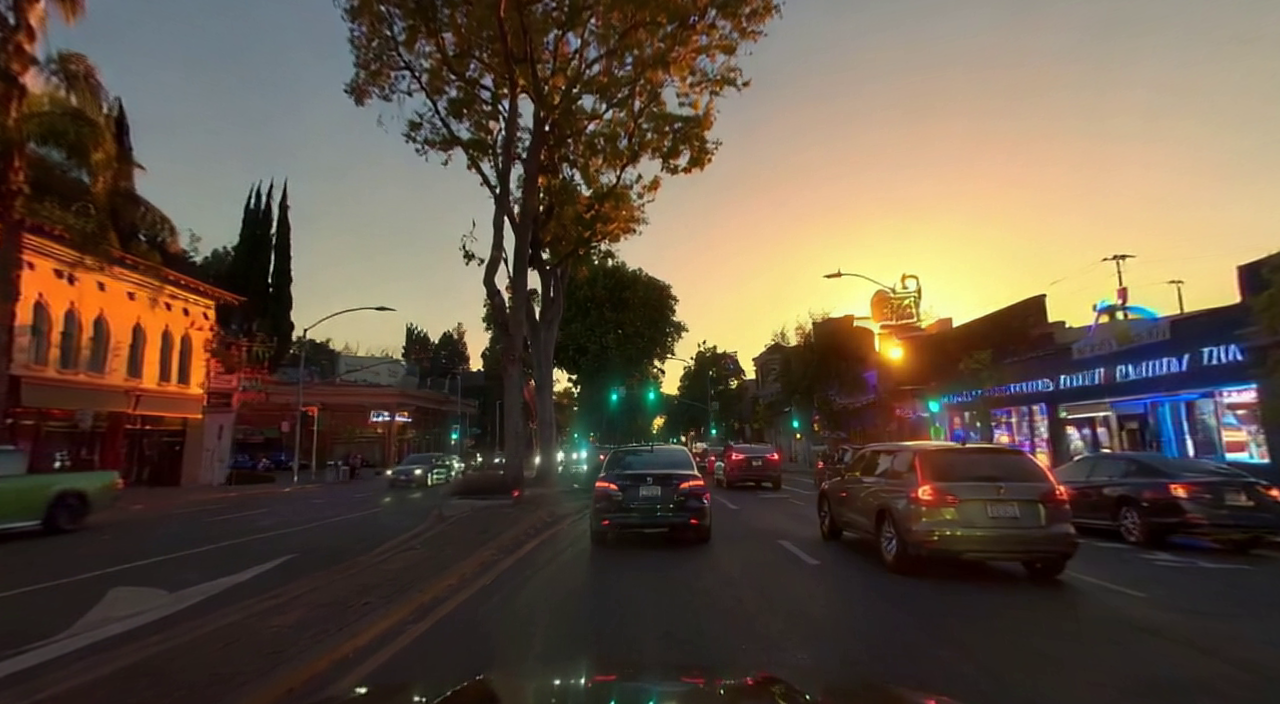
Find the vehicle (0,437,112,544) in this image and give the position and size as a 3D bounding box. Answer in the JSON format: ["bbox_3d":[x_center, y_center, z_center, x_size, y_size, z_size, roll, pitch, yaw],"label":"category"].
[{"bbox_3d":[-11.611,2.256,10.230,2.042,1.749,4.629,-1,-9,1],"label":"vehicle"}]

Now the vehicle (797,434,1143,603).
[{"bbox_3d":[3.471,1.805,7.786,1.988,1.480,4.195,0,-9,0],"label":"vehicle"}]

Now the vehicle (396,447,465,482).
[{"bbox_3d":[-11.466,6.155,34.947,2.034,1.765,4.708,-1,-9,2],"label":"vehicle"}]

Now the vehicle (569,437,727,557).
[{"bbox_3d":[0.089,2.119,9.872,2.006,1.487,3.535,0,-9,0],"label":"vehicle"}]

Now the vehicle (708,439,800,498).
[{"bbox_3d":[3.498,3.667,20.332,2.025,1.660,4.334,0,-9,-2],"label":"vehicle"}]
